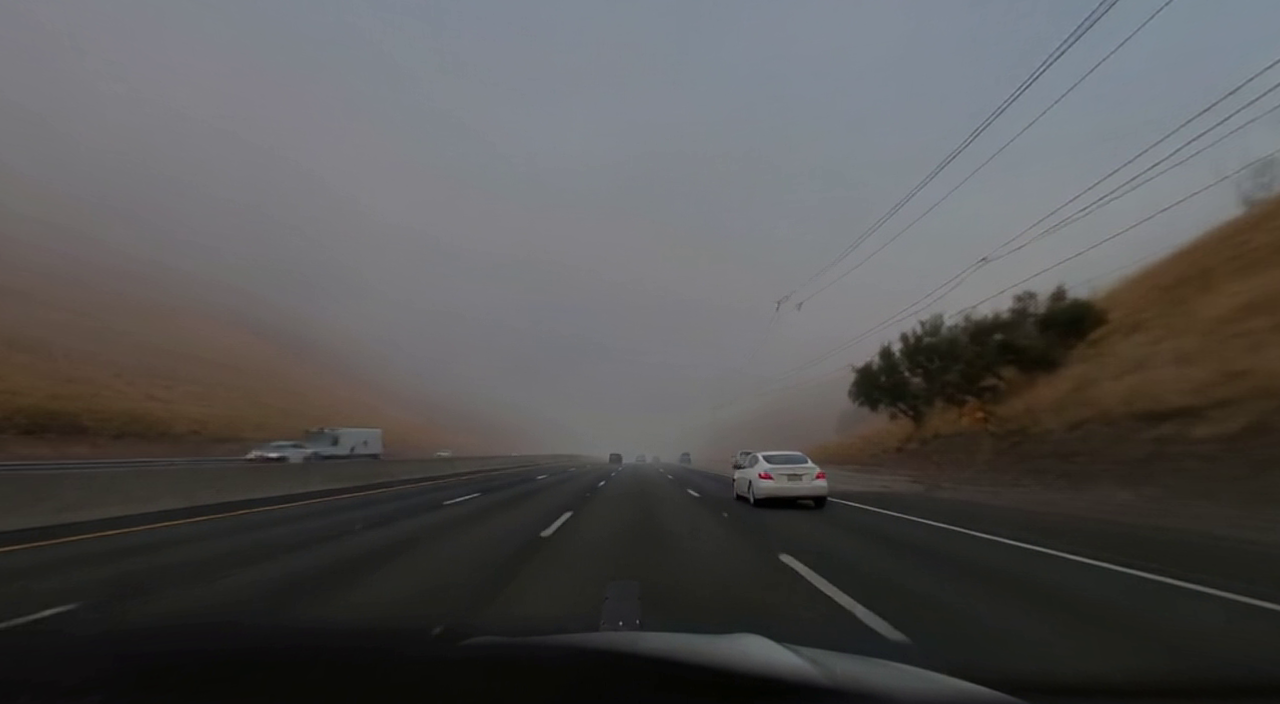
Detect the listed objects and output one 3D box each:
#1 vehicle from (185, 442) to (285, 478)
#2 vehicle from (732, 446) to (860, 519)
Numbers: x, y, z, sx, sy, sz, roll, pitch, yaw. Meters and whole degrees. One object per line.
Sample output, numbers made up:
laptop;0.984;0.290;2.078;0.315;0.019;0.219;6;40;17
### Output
vehicle;-17.919;4.776;28.135;1.749;1.471;4.110;0;-9;-1
vehicle;3.680;3.149;15.816;2.086;1.542;4.355;0;-9;0
